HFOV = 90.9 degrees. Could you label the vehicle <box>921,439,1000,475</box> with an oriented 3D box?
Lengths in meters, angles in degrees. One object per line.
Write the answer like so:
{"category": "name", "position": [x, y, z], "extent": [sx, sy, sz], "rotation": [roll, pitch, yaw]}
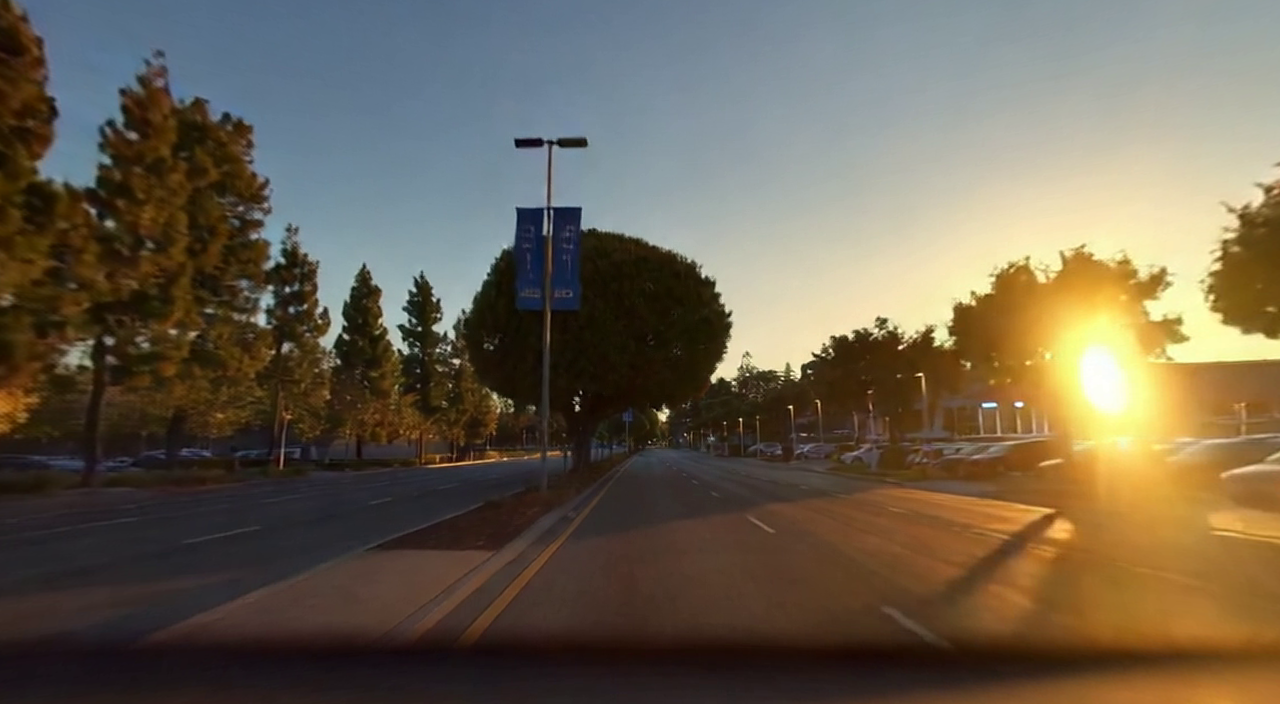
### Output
{"category": "vehicle", "position": [17.129, 5.592, 33.959], "extent": [1.882, 1.699, 4.367], "rotation": [-2, -8, -1]}

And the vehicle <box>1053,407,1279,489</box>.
{"category": "vehicle", "position": [17.893, 3.334, 21.797], "extent": [2.379, 2.423, 5.418], "rotation": [5, -10, -25]}

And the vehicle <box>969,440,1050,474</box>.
{"category": "vehicle", "position": [19.654, 5.548, 33.737], "extent": [1.859, 1.643, 4.091], "rotation": [-1, -7, 1]}
